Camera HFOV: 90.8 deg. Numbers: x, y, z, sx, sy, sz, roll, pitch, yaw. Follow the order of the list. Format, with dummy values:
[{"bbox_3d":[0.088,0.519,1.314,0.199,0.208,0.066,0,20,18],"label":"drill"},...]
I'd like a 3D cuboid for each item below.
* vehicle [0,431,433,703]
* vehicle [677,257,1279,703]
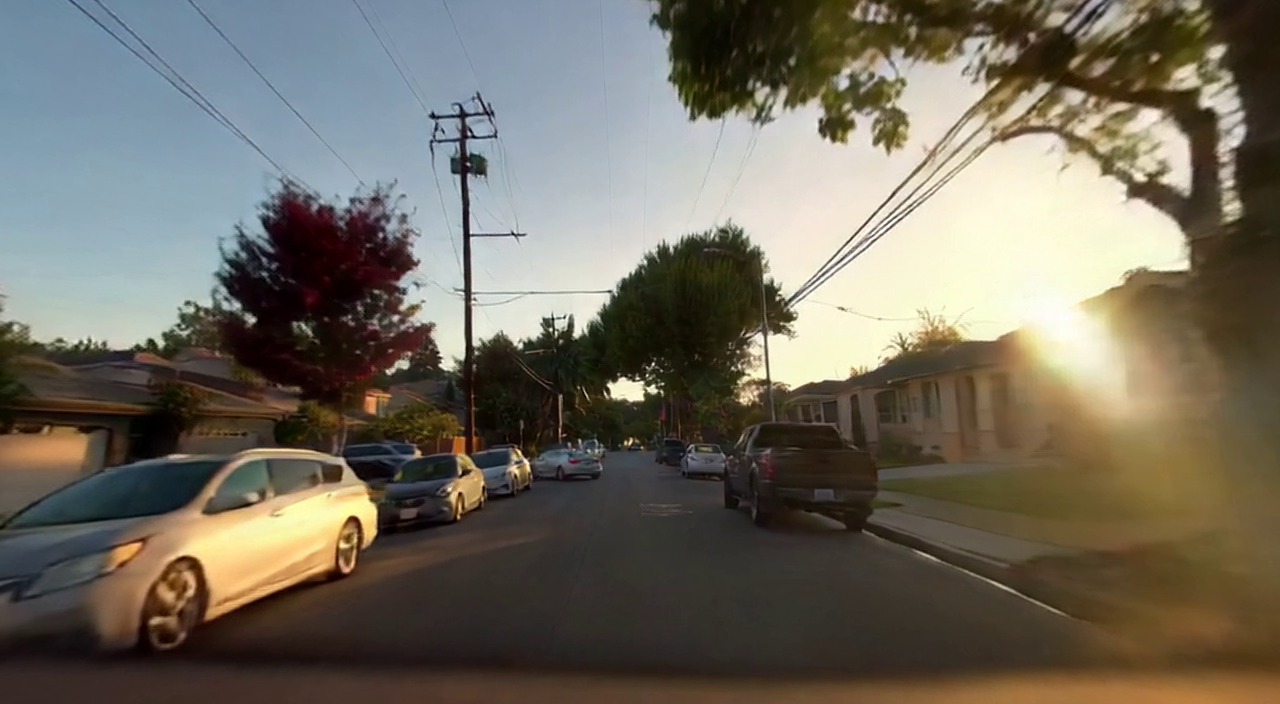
[{"bbox_3d":[-3.984,1.586,5.865,2.130,1.543,5.386,0,-9,2],"label":"vehicle"},{"bbox_3d":[1.846,1.225,3.273,2.966,2.216,4.279,0,-9,-1],"label":"vehicle"}]
